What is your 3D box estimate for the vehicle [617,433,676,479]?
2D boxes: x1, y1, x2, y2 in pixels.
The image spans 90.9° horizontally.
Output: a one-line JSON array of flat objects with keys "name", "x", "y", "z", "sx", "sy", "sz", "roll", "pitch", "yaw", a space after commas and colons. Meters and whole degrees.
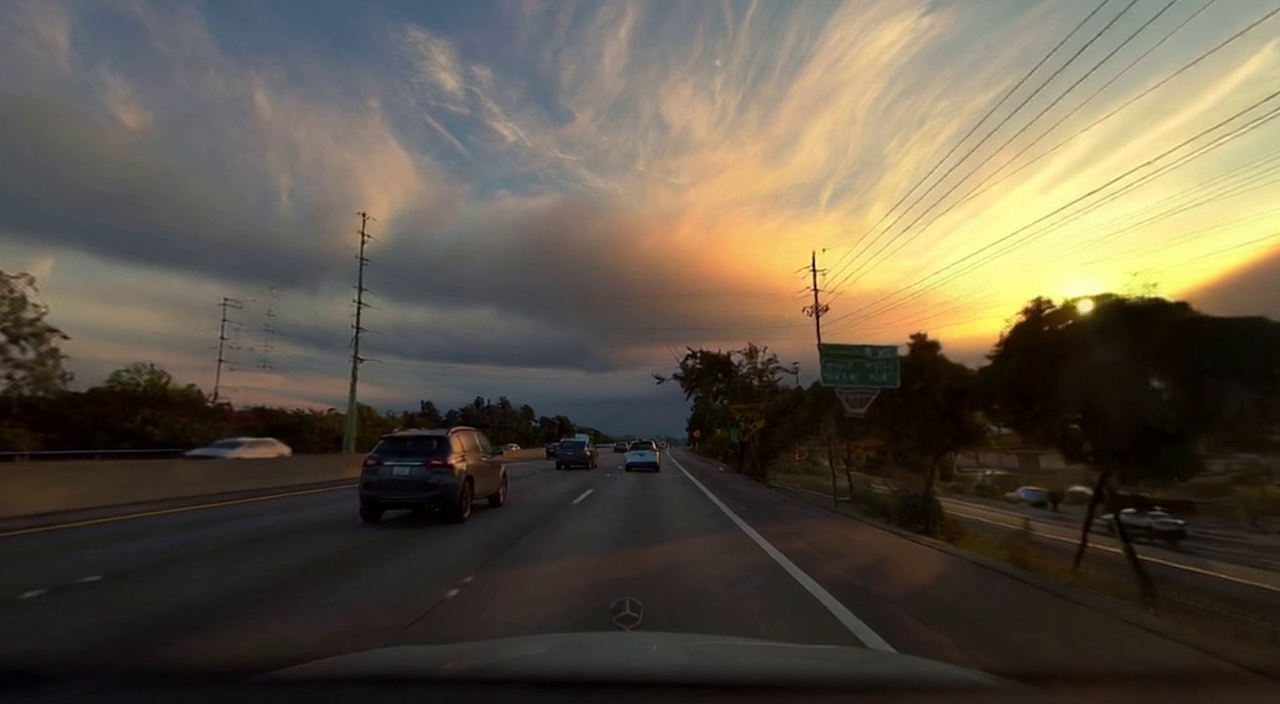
[{"name": "vehicle", "x": 0.300, "y": 4.392, "z": 26.855, "sx": 2.319, "sy": 1.813, "sz": 4.274, "roll": 0, "pitch": -8, "yaw": 1}]

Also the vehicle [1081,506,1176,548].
[{"name": "vehicle", "x": 24.998, "y": 8.952, "z": 32.480, "sx": 1.985, "sy": 1.513, "sz": 4.339, "roll": -2, "pitch": -8, "yaw": 10}]

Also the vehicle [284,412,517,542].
[{"name": "vehicle", "x": -3.709, "y": 2.037, "z": 10.889, "sx": 2.104, "sy": 1.754, "sz": 4.515, "roll": 0, "pitch": -8, "yaw": 2}]

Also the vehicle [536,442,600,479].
[{"name": "vehicle", "x": -3.040, "y": 4.694, "z": 27.595, "sx": 2.092, "sy": 1.464, "sz": 4.466, "roll": 0, "pitch": -8, "yaw": 2}]

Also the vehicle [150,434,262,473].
[{"name": "vehicle", "x": -20.619, "y": 4.836, "z": 30.249, "sx": 1.958, "sy": 1.698, "sz": 4.572, "roll": 0, "pitch": -8, "yaw": 2}]
